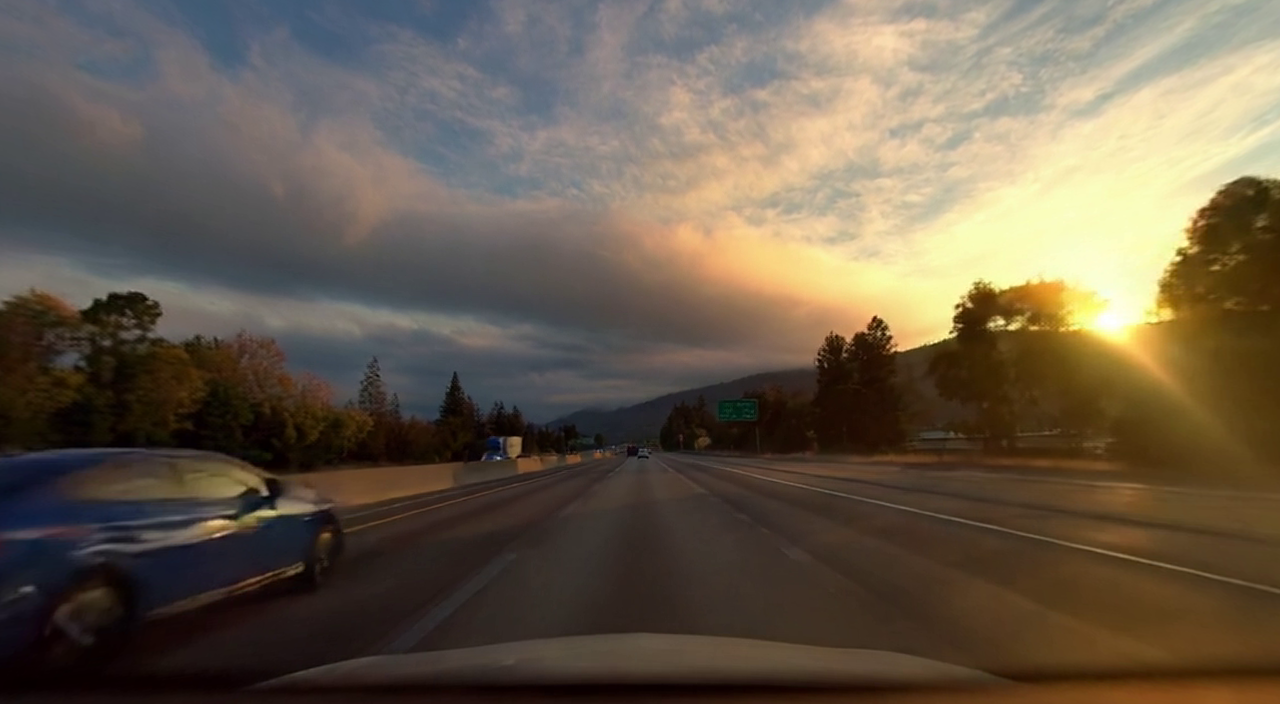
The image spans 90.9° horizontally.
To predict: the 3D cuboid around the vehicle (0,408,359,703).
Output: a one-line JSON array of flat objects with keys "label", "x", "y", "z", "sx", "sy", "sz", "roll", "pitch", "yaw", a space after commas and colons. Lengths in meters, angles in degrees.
[{"label": "vehicle", "x": -4.178, "y": 1.219, "z": 4.157, "sx": 2.128, "sy": 1.521, "sz": 5.409, "roll": 0, "pitch": -9, "yaw": 0}]
